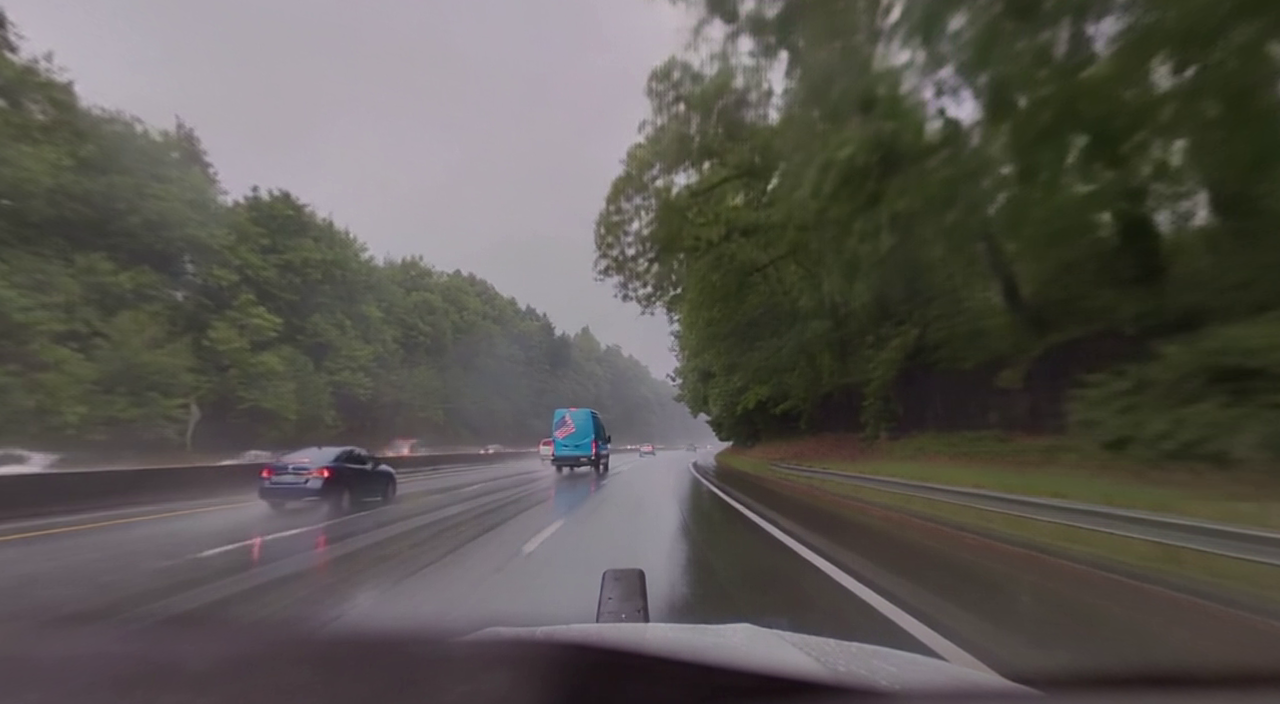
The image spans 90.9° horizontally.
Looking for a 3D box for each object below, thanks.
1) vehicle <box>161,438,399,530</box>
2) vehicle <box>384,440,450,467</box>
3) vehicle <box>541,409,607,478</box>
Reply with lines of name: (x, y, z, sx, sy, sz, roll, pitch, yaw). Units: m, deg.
vehicle: (-6.580, 2.425, 12.284, 1.947, 1.438, 4.440, 0, -8, 1)
vehicle: (-15.713, 7.200, 44.839, 2.255, 1.760, 5.882, 0, -8, 3)
vehicle: (-2.952, 4.286, 29.631, 2.319, 2.883, 5.632, 0, -8, 2)
